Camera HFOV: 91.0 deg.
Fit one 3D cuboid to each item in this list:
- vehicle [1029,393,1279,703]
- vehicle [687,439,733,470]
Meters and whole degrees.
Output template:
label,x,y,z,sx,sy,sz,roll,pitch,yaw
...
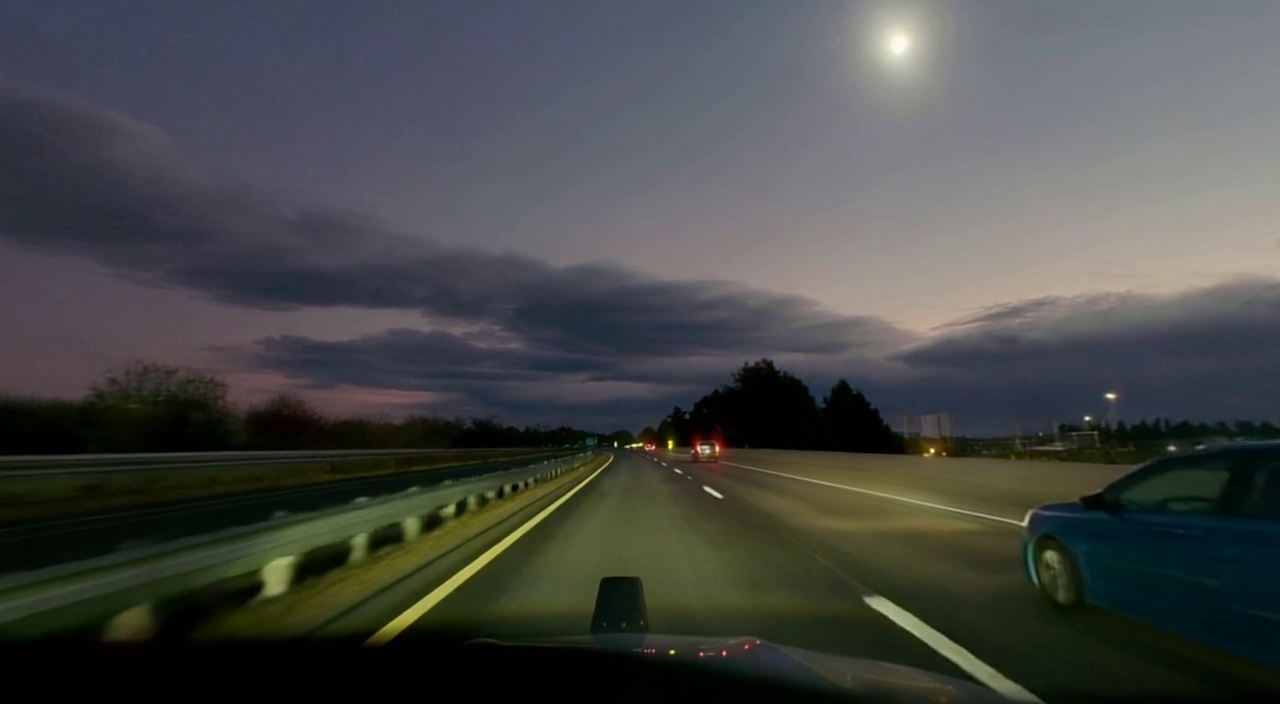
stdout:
label,x,y,z,sx,sy,sz,roll,pitch,yaw
vehicle,4.017,0.925,2.656,2.072,1.528,4.176,0,-8,0
vehicle,3.662,5.428,33.374,1.945,1.538,3.729,0,-8,-1
